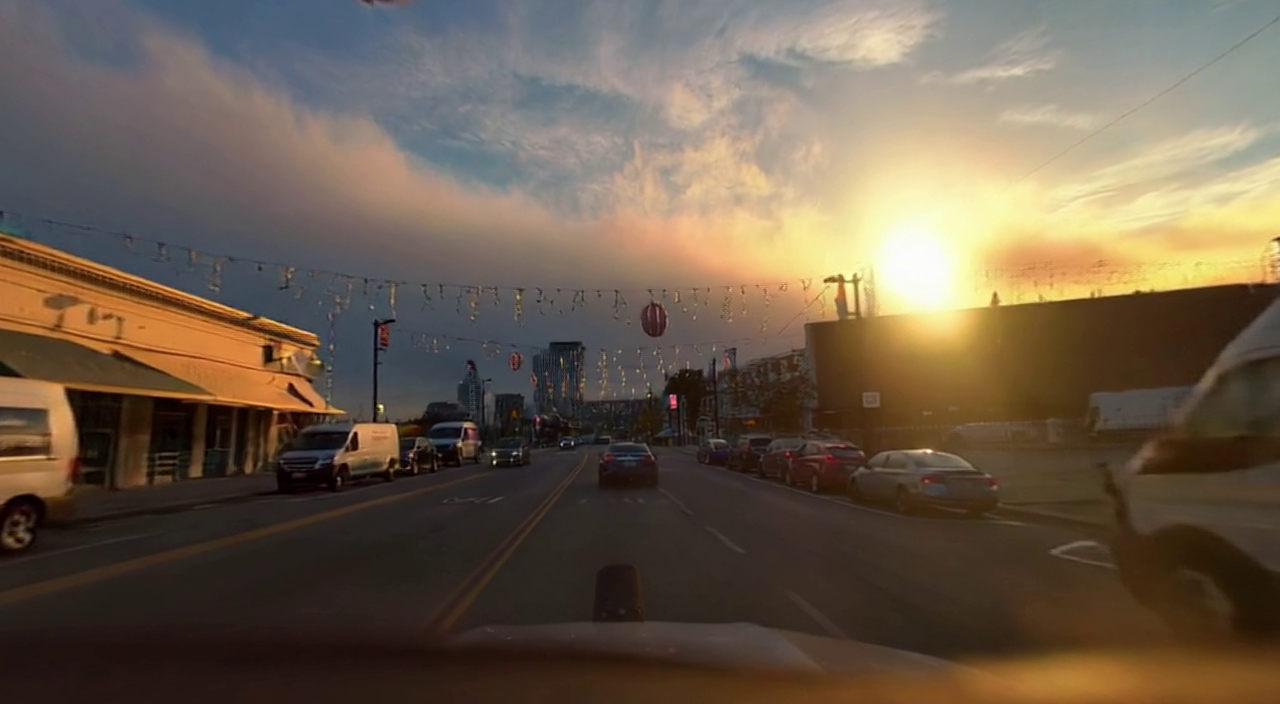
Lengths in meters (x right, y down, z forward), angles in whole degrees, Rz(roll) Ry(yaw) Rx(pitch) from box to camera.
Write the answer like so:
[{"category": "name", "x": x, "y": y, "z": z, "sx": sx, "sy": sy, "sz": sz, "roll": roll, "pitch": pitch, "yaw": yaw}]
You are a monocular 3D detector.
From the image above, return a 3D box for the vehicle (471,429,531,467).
[{"category": "vehicle", "x": -7.648, "y": 5.330, "z": 35.294, "sx": 2.456, "sy": 1.935, "sz": 4.769, "roll": 0, "pitch": -8, "yaw": -3}]

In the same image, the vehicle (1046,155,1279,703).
[{"category": "vehicle", "x": 4.513, "y": 0.125, "z": 1.308, "sx": 2.492, "sy": 2.720, "sz": 6.884, "roll": 0, "pitch": -8, "yaw": -2}]

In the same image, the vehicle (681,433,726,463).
[{"category": "vehicle", "x": 4.008, "y": 6.226, "z": 41.012, "sx": 2.079, "sy": 1.788, "sz": 4.974, "roll": 0, "pitch": -8, "yaw": -4}]

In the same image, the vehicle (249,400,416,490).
[{"category": "vehicle", "x": -10.158, "y": 3.183, "z": 21.827, "sx": 2.964, "sy": 2.597, "sz": 6.437, "roll": 0, "pitch": -8, "yaw": -5}]

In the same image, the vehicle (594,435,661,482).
[{"category": "vehicle", "x": -0.495, "y": 3.674, "z": 22.190, "sx": 2.112, "sy": 1.464, "sz": 4.411, "roll": 0, "pitch": -8, "yaw": -3}]

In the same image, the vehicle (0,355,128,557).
[{"category": "vehicle", "x": -9.899, "y": 1.302, "z": 7.752, "sx": 2.398, "sy": 2.723, "sz": 5.816, "roll": 0, "pitch": -8, "yaw": -2}]

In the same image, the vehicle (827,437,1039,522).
[{"category": "vehicle", "x": 5.723, "y": 2.514, "z": 13.137, "sx": 1.921, "sy": 1.430, "sz": 4.455, "roll": 1, "pitch": -8, "yaw": -6}]
